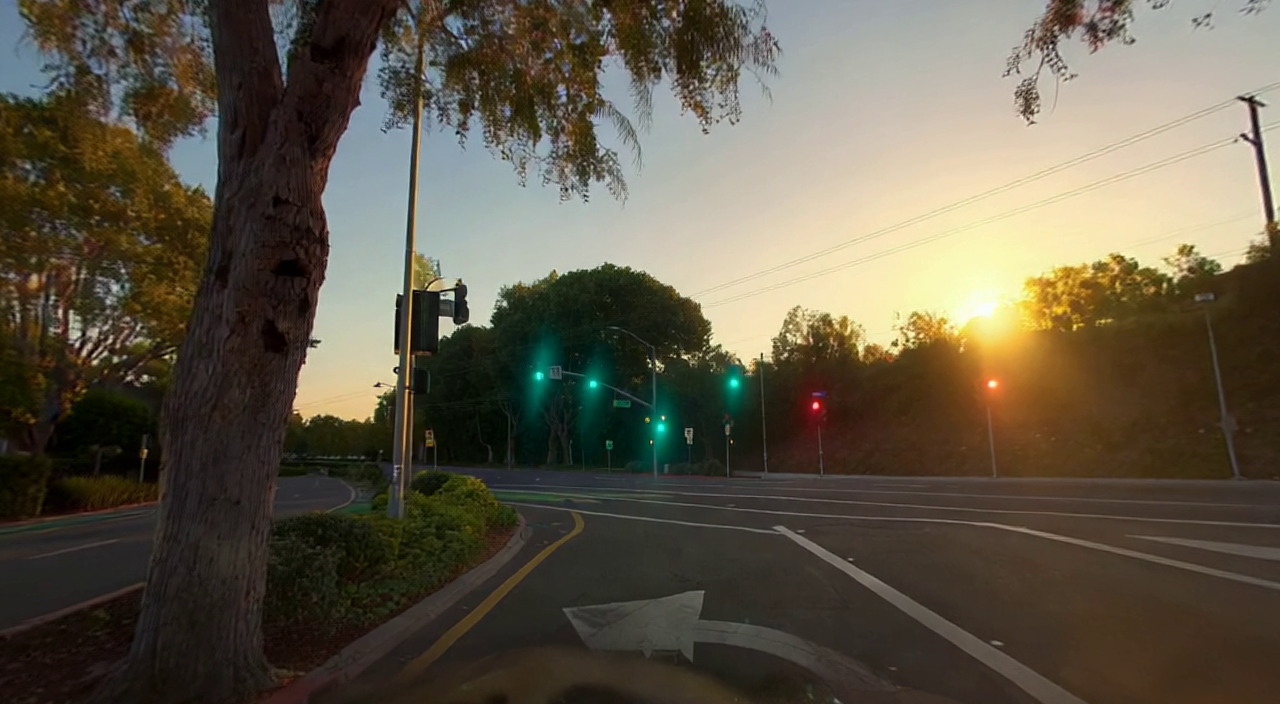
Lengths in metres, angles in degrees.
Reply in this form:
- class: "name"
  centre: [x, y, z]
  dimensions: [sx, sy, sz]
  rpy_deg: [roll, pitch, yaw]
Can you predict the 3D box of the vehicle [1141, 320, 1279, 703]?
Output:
- class: "vehicle"
  centre: [3.773, 0.507, 0.780]
  dimensions: [2.284, 1.788, 4.871]
  rpy_deg: [-1, -8, 0]
